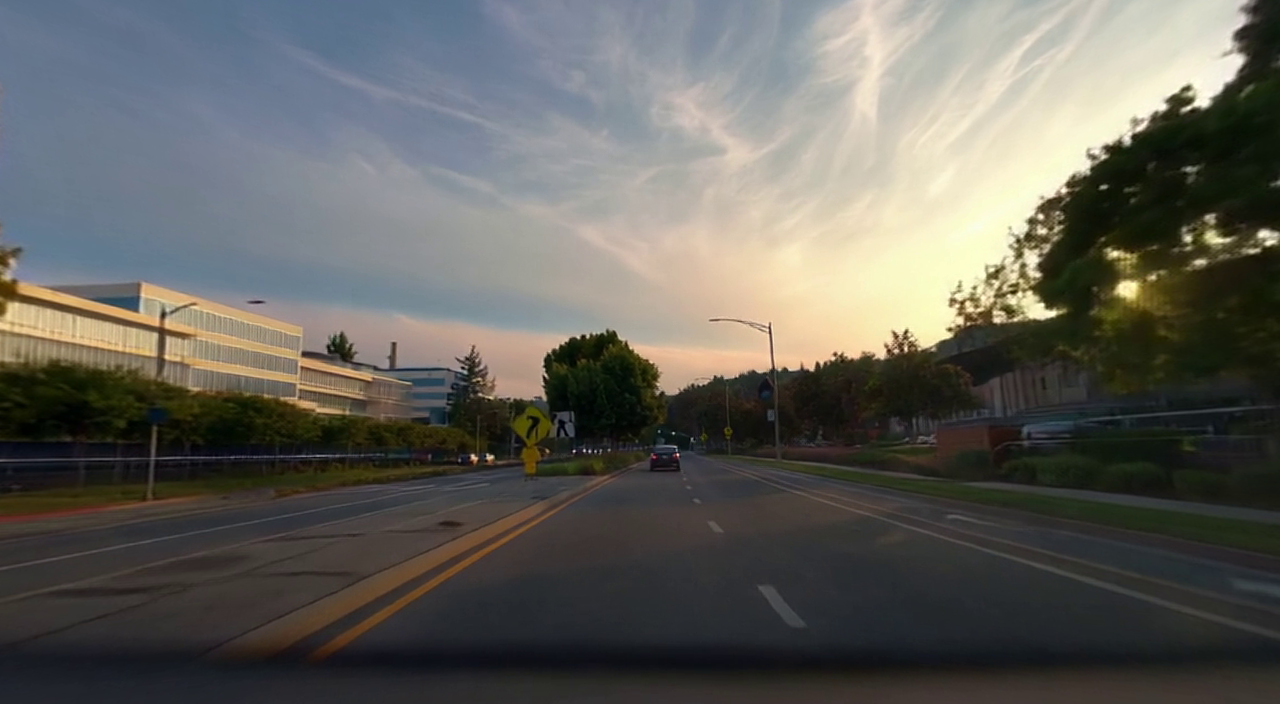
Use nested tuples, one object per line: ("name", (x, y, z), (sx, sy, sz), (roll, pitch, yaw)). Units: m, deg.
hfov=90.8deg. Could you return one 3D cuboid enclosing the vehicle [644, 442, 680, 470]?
("vehicle", (1.351, 6.487, 39.653), (2.158, 1.600, 3.865), (-1, -8, 1))
